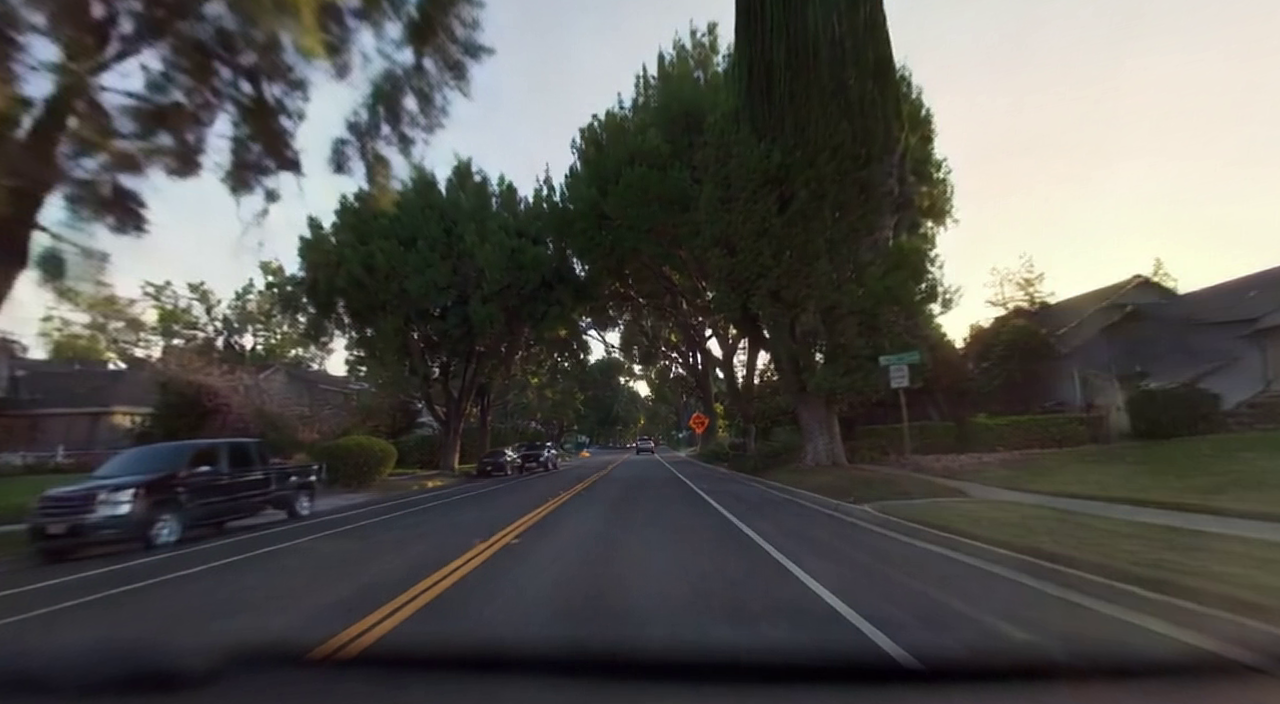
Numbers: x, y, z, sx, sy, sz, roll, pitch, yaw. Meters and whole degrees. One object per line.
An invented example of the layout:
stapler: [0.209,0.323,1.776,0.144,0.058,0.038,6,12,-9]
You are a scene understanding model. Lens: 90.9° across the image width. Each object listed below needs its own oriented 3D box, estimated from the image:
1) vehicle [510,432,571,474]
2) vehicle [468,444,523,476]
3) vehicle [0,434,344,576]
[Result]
vehicle: [-5.829,6.030,37.804,2.517,2.323,5.205,0,-8,3]
vehicle: [-8.463,6.325,37.334,2.107,1.745,4.569,0,-8,1]
vehicle: [-8.353,2.637,12.331,2.422,1.855,6.165,-4,-7,-3]
